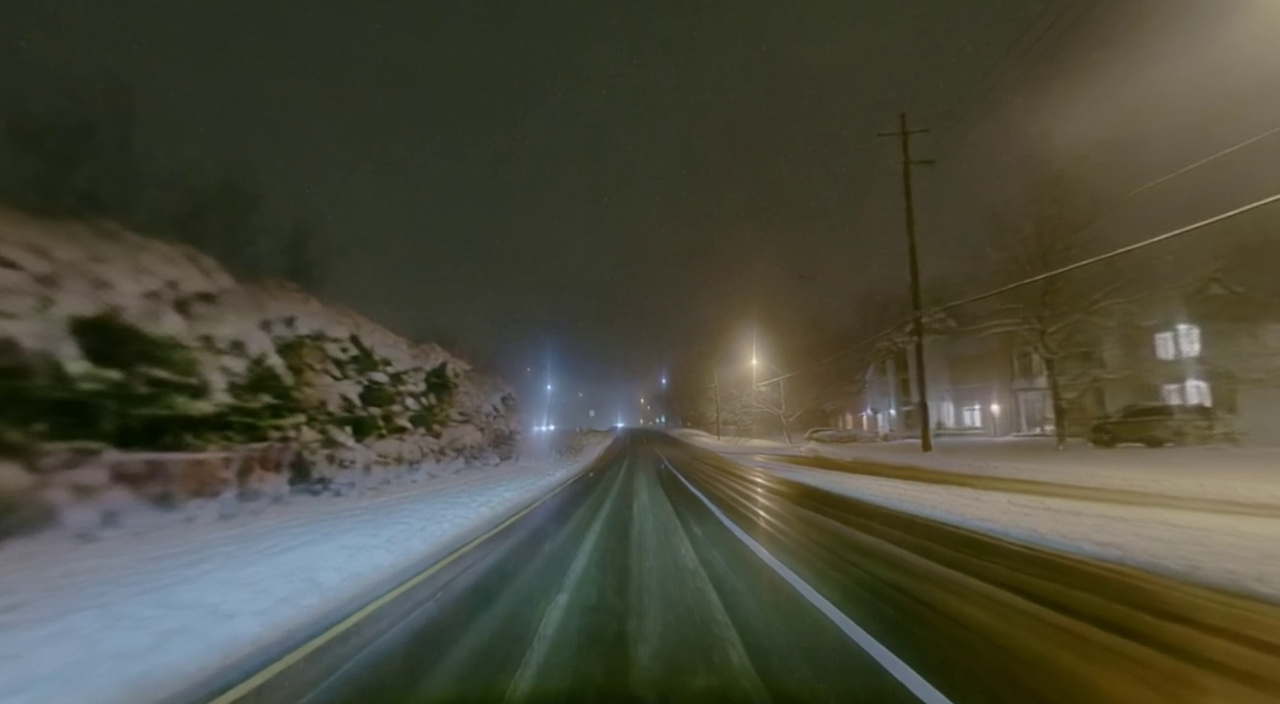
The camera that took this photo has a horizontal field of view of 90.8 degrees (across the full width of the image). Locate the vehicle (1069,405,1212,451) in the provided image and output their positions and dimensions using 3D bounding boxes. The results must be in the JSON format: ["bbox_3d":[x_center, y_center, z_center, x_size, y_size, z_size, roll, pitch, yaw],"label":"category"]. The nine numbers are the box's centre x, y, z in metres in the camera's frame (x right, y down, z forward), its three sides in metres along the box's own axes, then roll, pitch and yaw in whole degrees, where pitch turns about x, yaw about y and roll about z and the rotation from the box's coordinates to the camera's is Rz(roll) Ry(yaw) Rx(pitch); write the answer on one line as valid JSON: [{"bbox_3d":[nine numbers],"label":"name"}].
[{"bbox_3d":[23.135,3.611,29.579,2.206,1.947,5.463,0,-8,0],"label":"vehicle"}]
